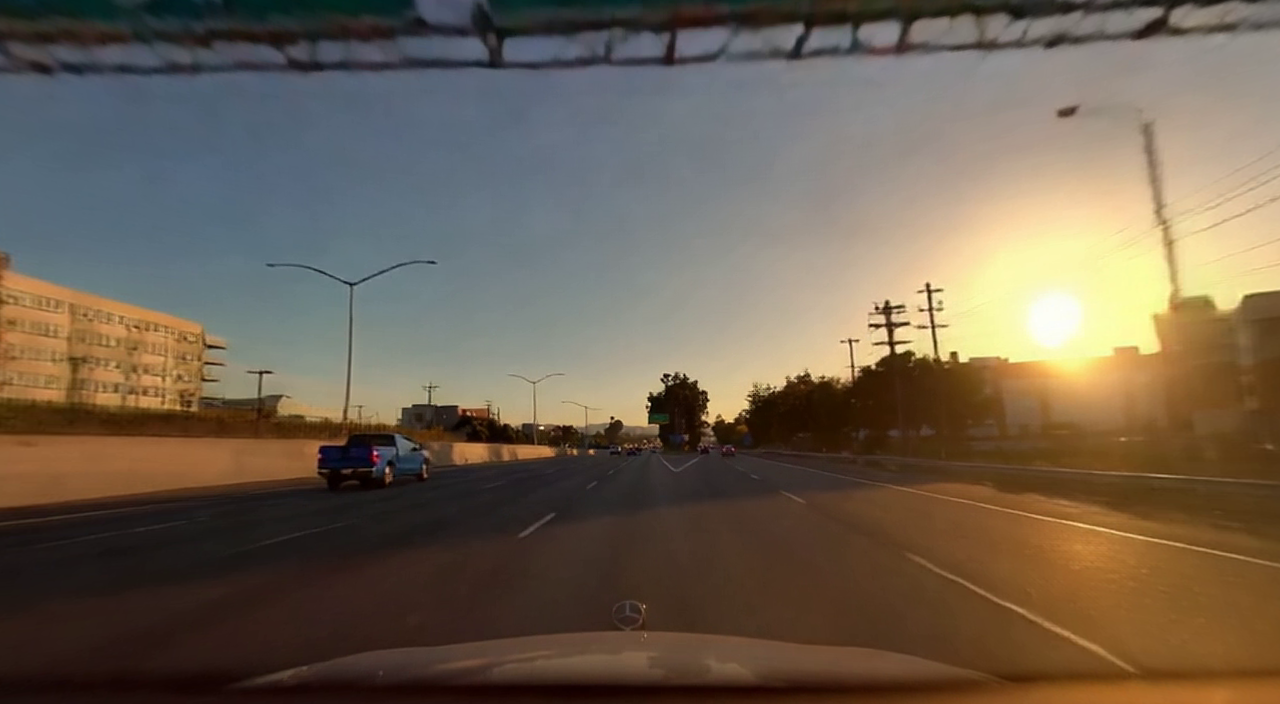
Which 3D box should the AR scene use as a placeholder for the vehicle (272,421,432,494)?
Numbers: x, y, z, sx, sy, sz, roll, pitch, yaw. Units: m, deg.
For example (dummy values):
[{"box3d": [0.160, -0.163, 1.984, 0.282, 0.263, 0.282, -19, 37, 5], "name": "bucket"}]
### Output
[{"box3d": [-9.815, 3.686, 22.277, 2.667, 2.213, 6.081, 0, -8, 1], "name": "vehicle"}]
